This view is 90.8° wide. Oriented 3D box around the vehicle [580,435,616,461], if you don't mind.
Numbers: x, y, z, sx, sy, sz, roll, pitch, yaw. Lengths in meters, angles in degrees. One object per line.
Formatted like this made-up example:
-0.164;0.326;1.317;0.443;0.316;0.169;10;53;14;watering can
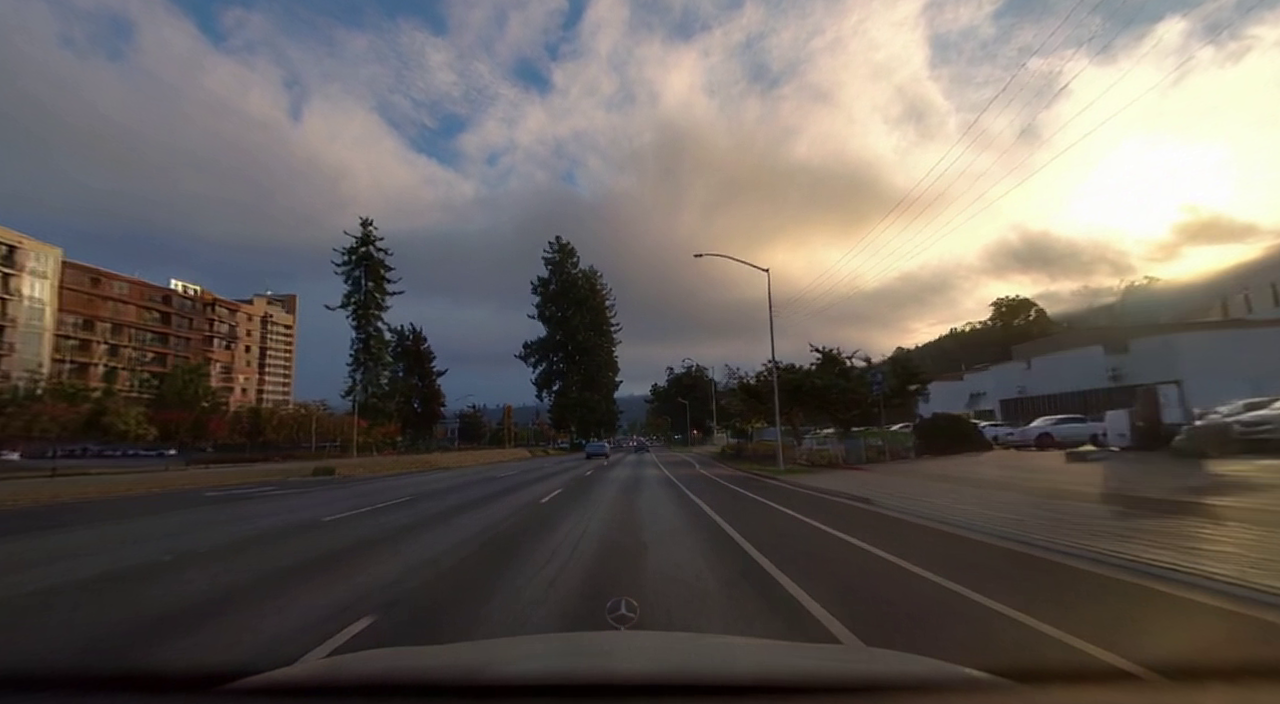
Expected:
-2.848;6.639;43.696;2.121;1.654;3.993;0;-8;2;vehicle
